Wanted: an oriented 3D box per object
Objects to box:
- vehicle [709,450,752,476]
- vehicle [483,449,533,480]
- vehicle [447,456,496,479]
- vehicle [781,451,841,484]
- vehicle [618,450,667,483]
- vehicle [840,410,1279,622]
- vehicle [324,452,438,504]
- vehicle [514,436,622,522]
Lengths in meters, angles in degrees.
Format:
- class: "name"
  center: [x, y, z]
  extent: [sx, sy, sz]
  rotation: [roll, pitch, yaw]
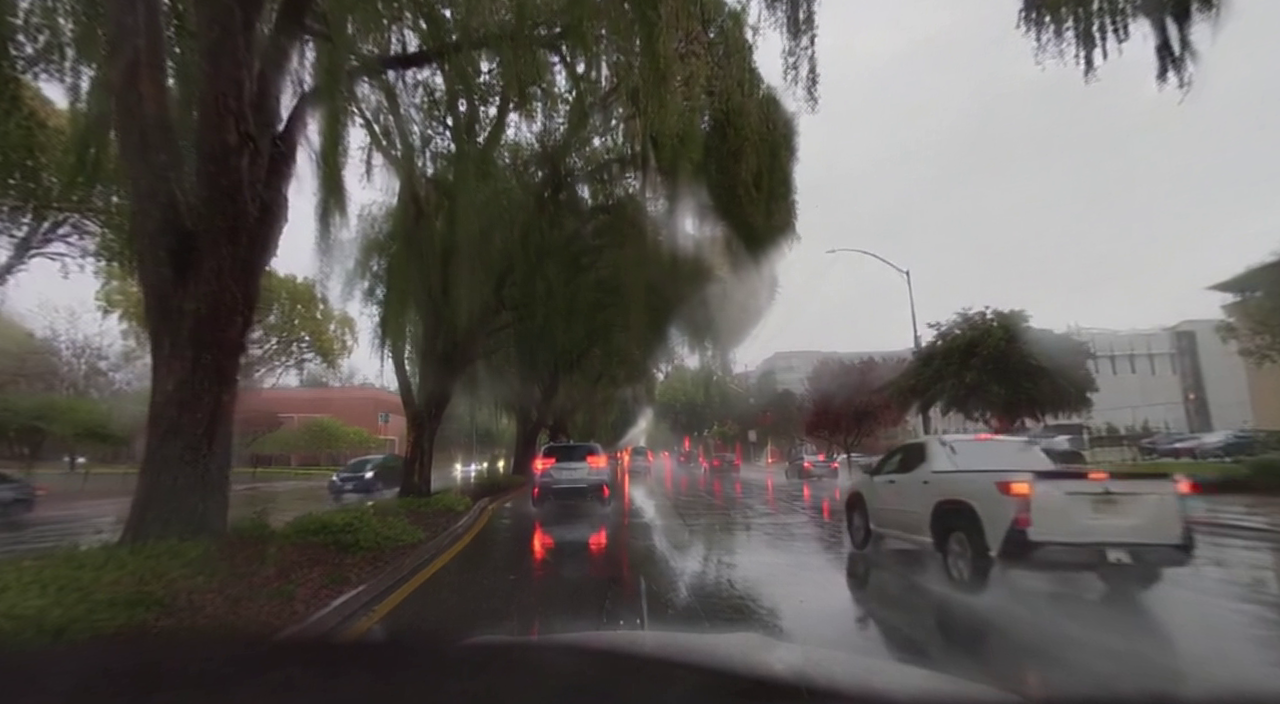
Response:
- class: "vehicle"
  center: [5.513, 6.867, 39.193]
  extent: [2.175, 1.477, 4.520]
  rotation: [0, -9, 3]
- class: "vehicle"
  center: [-8.084, 6.928, 39.227]
  extent: [2.026, 1.755, 4.430]
  rotation: [0, -9, 2]
- class: "vehicle"
  center: [-11.653, 8.004, 44.049]
  extent: [2.126, 1.434, 4.305]
  rotation: [0, -9, 2]
- class: "vehicle"
  center: [8.378, 5.657, 31.316]
  extent: [1.977, 1.485, 4.308]
  rotation: [0, -9, 3]
- class: "vehicle"
  center: [0.127, 5.405, 30.120]
  extent: [2.161, 1.445, 3.772]
  rotation: [0, -9, 1]
- class: "vehicle"
  center: [4.162, 1.666, 7.385]
  extent: [2.220, 1.715, 4.335]
  rotation: [0, -9, 0]
- class: "vehicle"
  center: [-8.387, 4.083, 20.932]
  extent: [1.966, 1.489, 4.099]
  rotation: [0, -9, 1]
- class: "vehicle"
  center: [-1.571, 2.789, 14.383]
  extent: [2.106, 1.655, 3.717]
  rotation: [1, -9, -5]
